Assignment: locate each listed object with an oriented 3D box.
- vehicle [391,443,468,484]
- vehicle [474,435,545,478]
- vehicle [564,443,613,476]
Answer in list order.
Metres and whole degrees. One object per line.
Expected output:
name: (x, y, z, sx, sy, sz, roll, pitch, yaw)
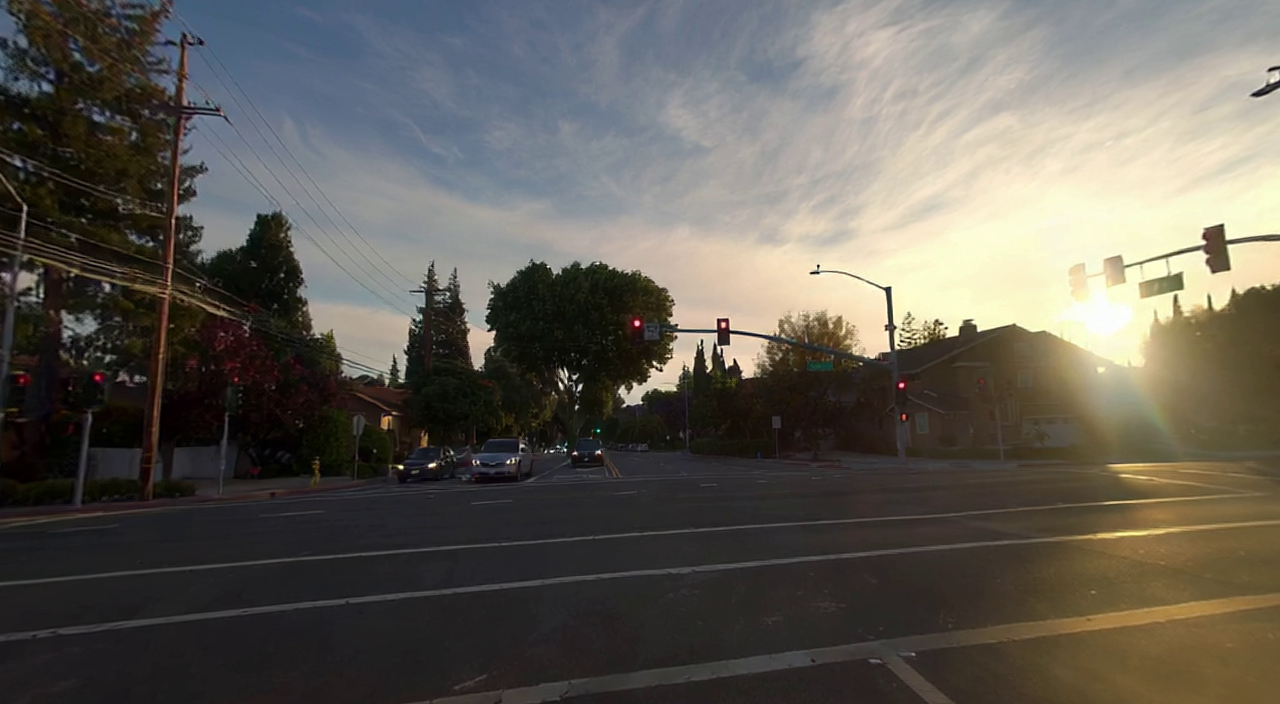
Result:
vehicle: (-10.186, 5.388, 30.988, 2.241, 1.819, 4.690, 0, -9, -1)
vehicle: (-6.411, 5.221, 31.764, 2.479, 1.977, 5.254, 0, -9, -1)
vehicle: (-2.435, 5.212, 30.925, 2.174, 1.477, 4.805, 0, -9, -2)
